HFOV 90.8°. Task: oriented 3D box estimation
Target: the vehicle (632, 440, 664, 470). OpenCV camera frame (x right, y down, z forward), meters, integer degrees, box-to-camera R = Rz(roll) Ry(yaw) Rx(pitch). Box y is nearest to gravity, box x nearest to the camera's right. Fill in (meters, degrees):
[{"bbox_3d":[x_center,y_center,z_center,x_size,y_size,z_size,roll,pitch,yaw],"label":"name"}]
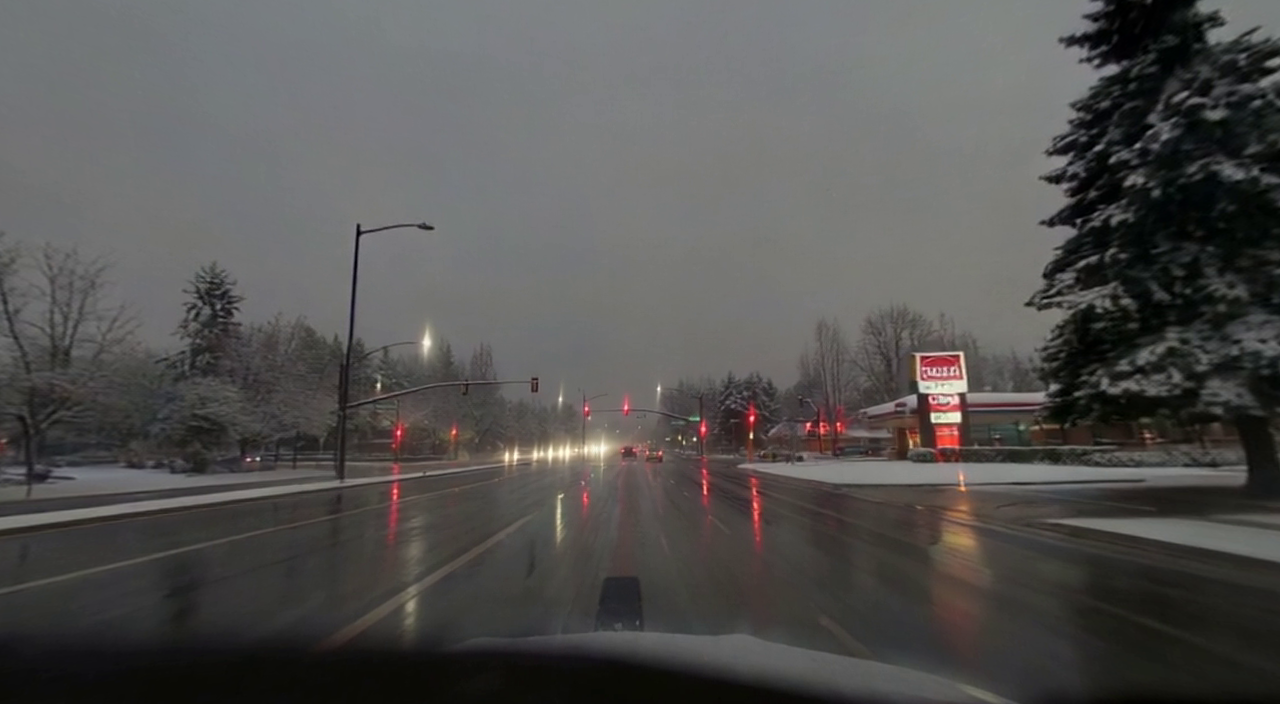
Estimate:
[{"bbox_3d":[0.622,7.015,43.303,2.096,1.961,4.259,0,-9,2],"label":"vehicle"}]
